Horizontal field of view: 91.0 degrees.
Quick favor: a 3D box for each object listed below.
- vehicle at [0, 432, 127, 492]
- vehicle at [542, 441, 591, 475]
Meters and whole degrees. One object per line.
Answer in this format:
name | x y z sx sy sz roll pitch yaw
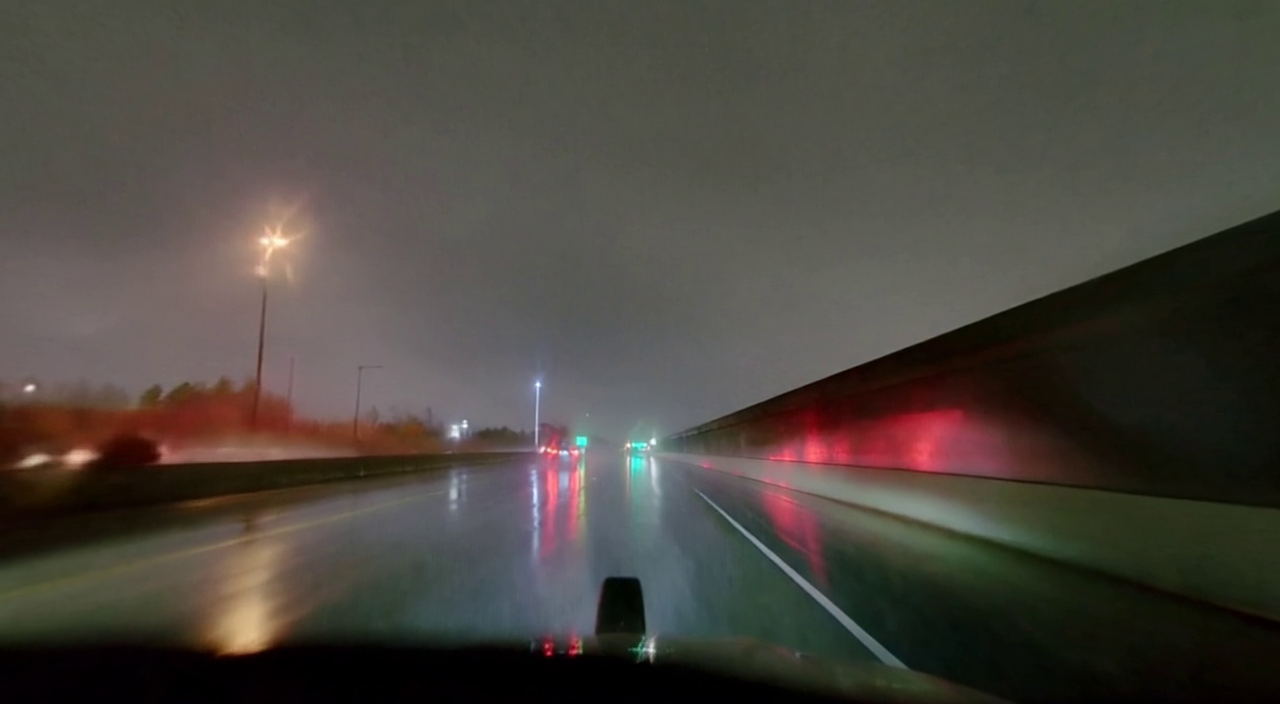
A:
vehicle | -17.664 3.119 18.121 1.935 1.531 4.440 1 -9 1
vehicle | -3.952 5.823 34.749 2.133 1.683 4.340 1 -9 0
